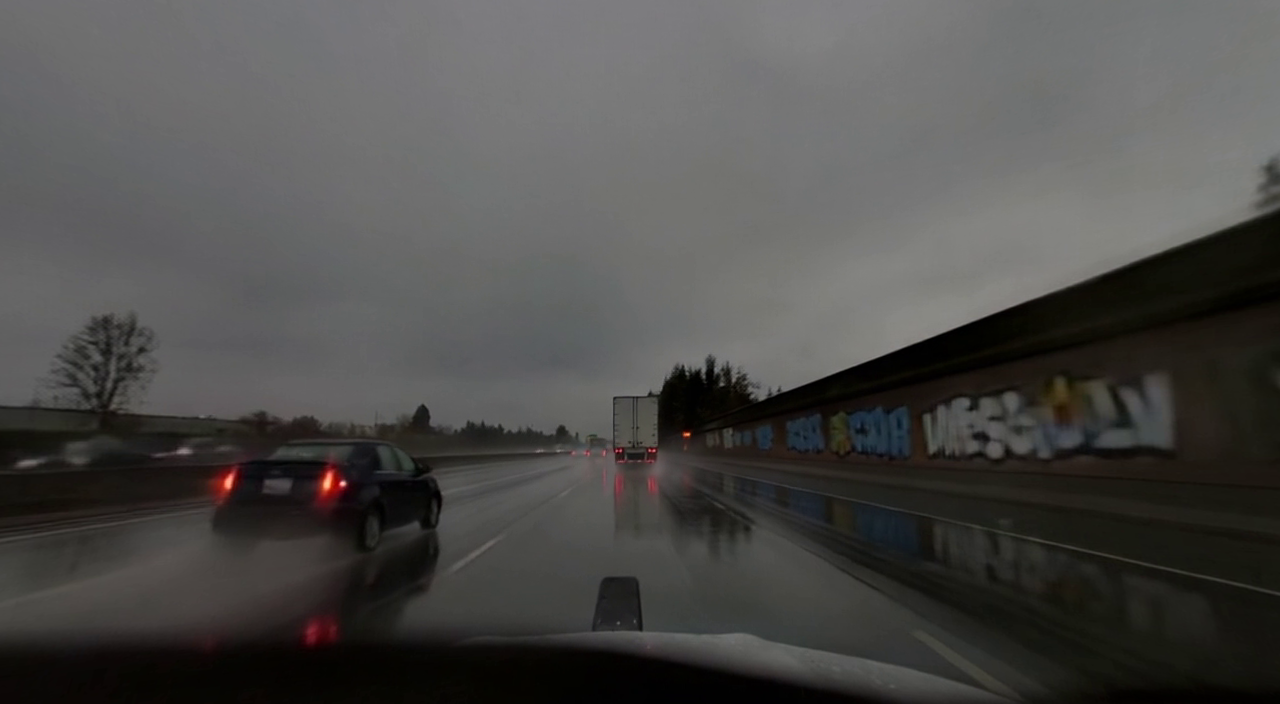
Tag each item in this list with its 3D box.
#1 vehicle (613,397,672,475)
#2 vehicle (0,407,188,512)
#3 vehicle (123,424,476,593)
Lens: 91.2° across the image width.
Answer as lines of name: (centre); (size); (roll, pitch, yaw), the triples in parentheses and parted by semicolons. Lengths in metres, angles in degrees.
vehicle: (-0.051, 5.167, 37.782); (3.042, 4.023, 10.832); (0, -9, -2)
vehicle: (-15.682, 2.861, 16.900); (2.268, 2.338, 6.379); (0, -9, -1)
vehicle: (-3.698, 1.770, 7.901); (2.158, 1.538, 4.047); (0, -9, 0)
